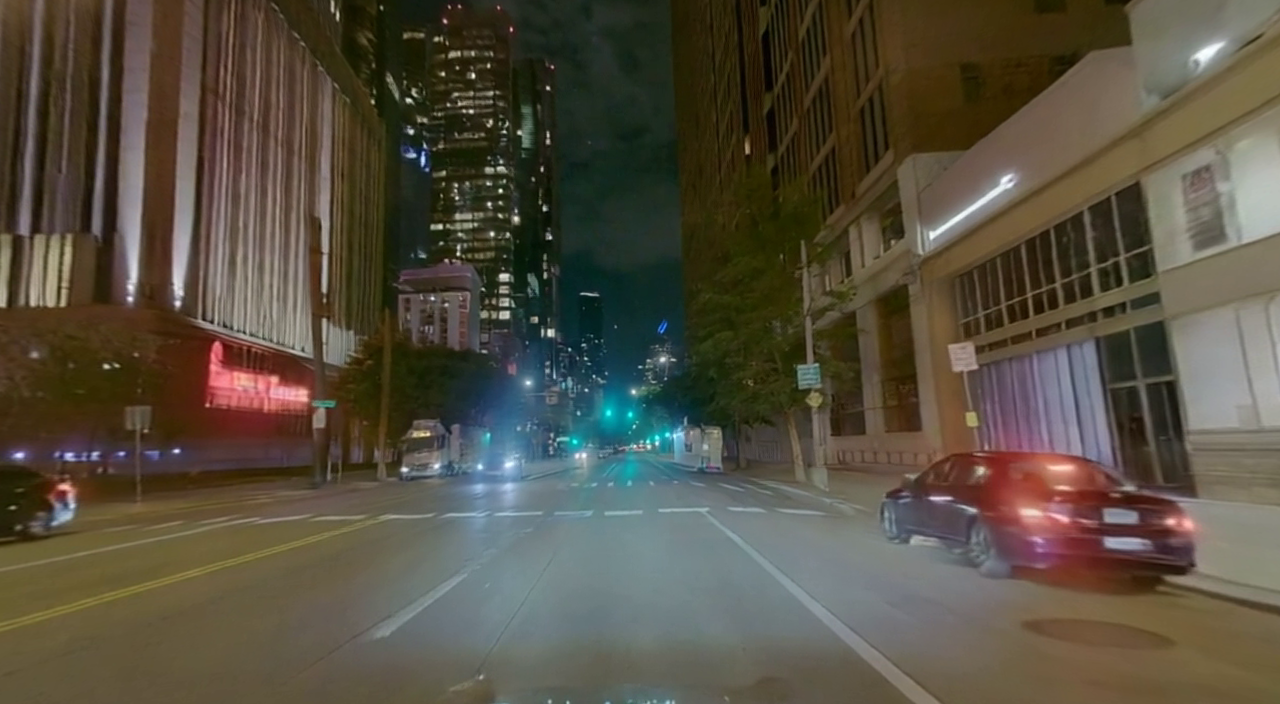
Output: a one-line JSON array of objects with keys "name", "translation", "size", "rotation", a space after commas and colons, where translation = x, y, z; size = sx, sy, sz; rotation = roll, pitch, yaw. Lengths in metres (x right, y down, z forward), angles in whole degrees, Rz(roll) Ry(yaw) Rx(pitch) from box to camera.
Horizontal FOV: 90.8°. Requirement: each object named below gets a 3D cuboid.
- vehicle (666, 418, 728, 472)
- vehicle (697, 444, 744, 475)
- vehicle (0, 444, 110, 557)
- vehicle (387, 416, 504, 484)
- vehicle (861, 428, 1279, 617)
[{"name": "vehicle", "translation": [3.608, 6.198, 41.905], "size": [2.952, 3.171, 7.939], "rotation": [0, -9, -3]}, {"name": "vehicle", "translation": [4.187, 5.649, 33.423], "size": [1.891, 1.535, 4.068], "rotation": [0, -9, 0]}, {"name": "vehicle", "translation": [-11.224, 2.390, 9.904], "size": [2.039, 1.770, 4.445], "rotation": [-3, -9, -2]}, {"name": "vehicle", "translation": [-11.487, 5.957, 39.040], "size": [3.049, 3.345, 12.614], "rotation": [-4, -8, 1]}, {"name": "vehicle", "translation": [4.482, 1.703, 7.353], "size": [2.079, 1.501, 4.385], "rotation": [0, -9, -2]}]
